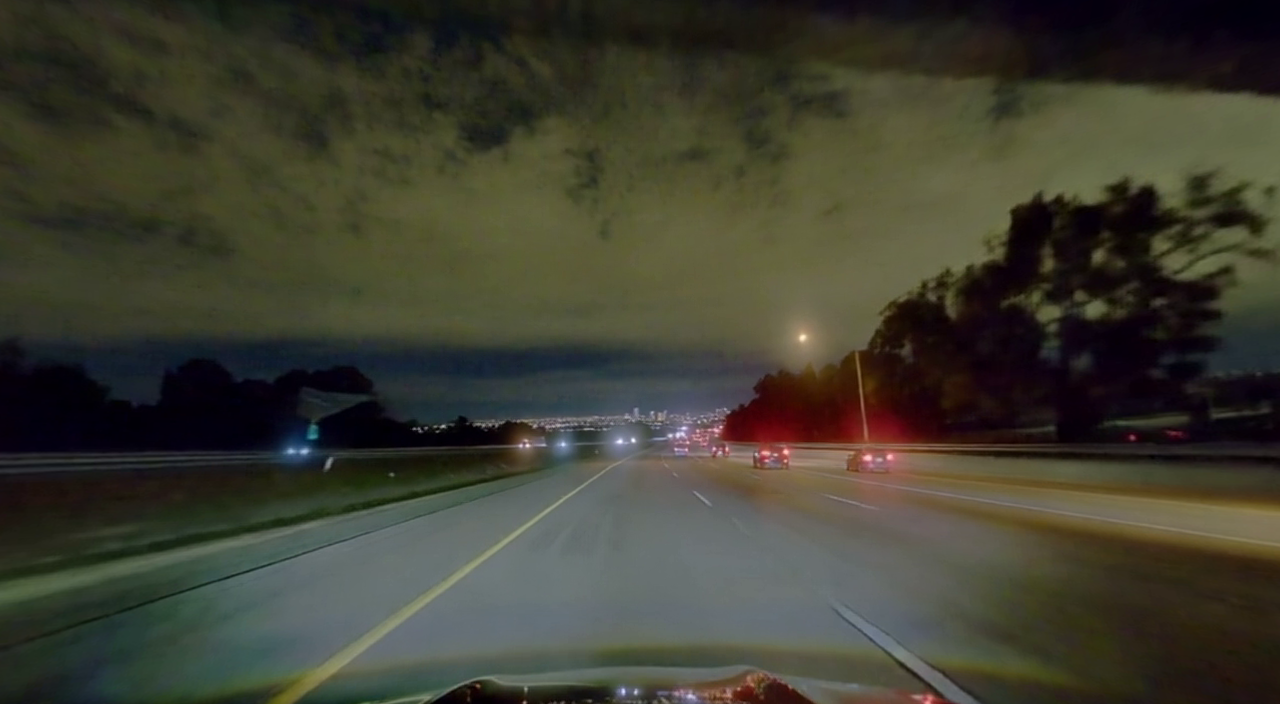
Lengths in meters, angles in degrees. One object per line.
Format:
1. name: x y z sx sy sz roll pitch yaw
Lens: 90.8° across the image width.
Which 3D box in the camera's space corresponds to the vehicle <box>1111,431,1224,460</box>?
1. vehicle: 29.275 5.218 35.324 1.967 1.491 4.970 0 -9 -1
